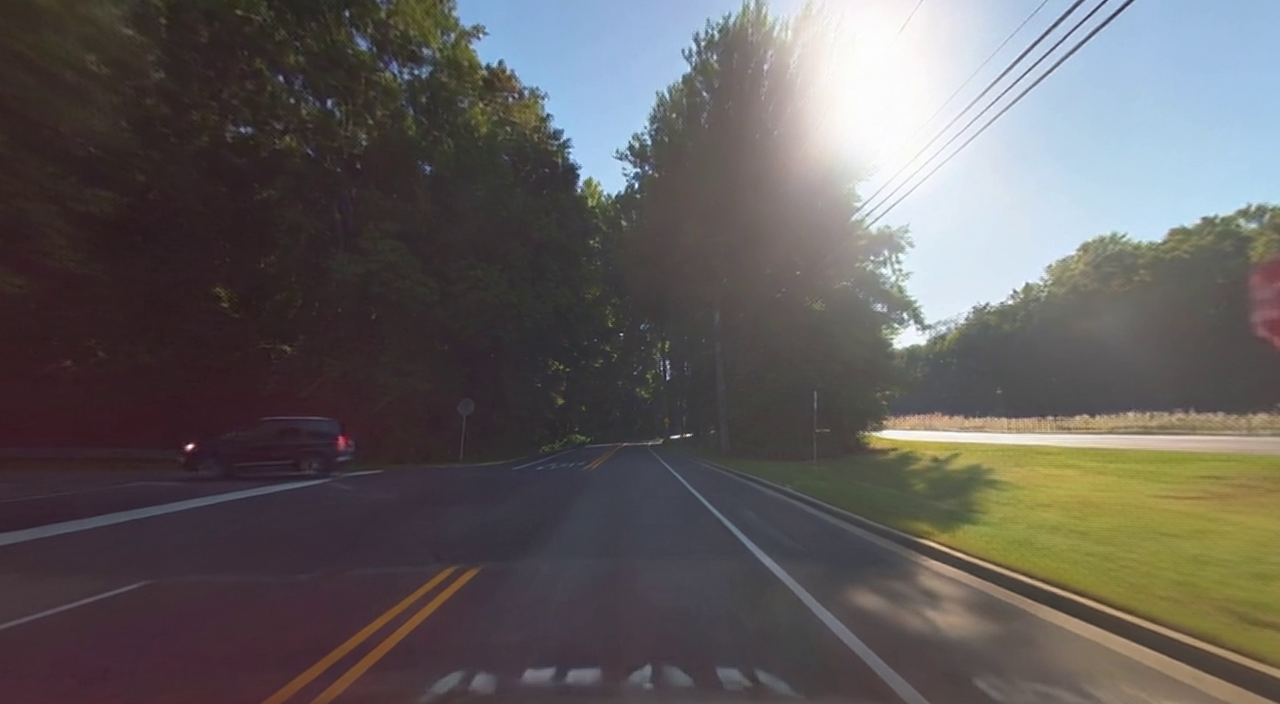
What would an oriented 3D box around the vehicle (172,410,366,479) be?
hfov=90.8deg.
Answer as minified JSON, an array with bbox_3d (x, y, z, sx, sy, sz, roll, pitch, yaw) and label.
[{"bbox_3d":[-11.860,3.006,20.488,5.020,1.973,2.348,5,-10,-32],"label":"vehicle"}]
